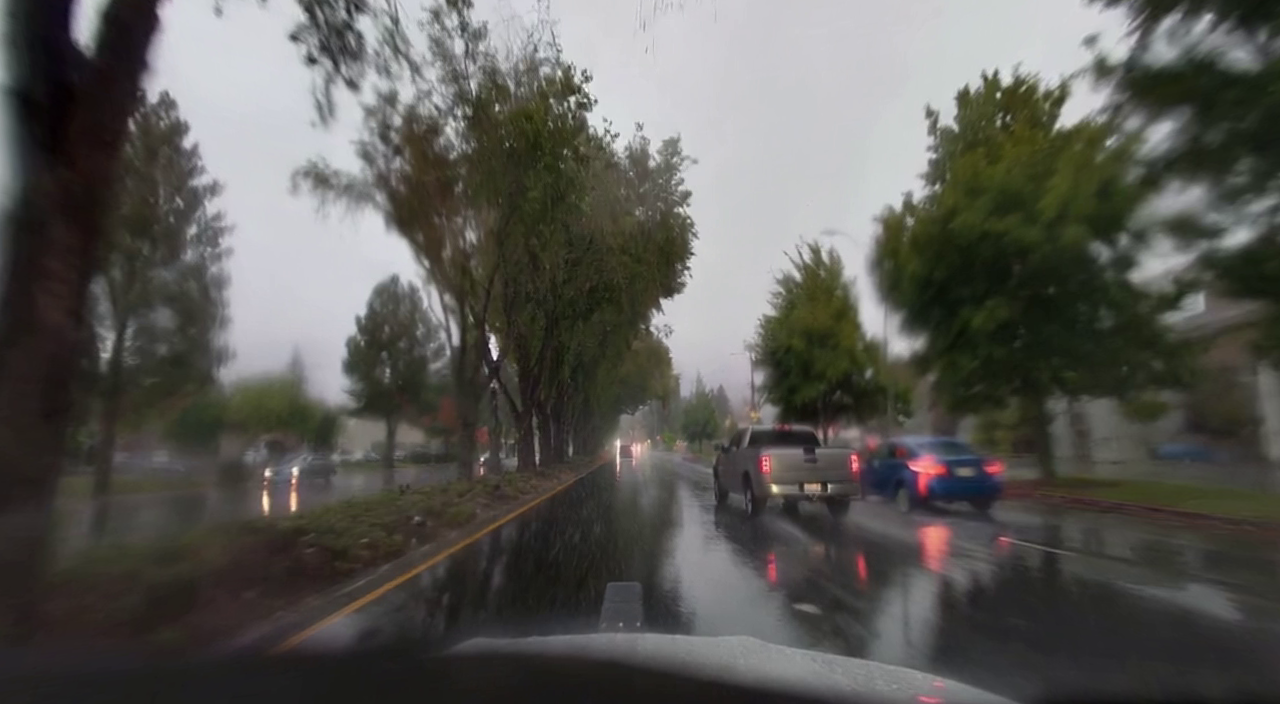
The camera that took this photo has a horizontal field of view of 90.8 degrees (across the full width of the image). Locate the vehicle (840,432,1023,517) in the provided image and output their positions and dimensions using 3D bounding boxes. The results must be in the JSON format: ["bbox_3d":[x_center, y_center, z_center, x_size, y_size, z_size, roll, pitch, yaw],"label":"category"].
[{"bbox_3d":[6.251,2.654,14.231,1.993,1.604,4.260,0,-8,-1],"label":"vehicle"}]

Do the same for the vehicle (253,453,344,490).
[{"bbox_3d":[-17.482,6.099,32.612,2.133,1.724,4.642,0,-9,-1],"label":"vehicle"}]

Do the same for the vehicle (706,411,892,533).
[{"bbox_3d":[2.683,2.210,12.247,2.138,1.836,5.245,0,-8,-1],"label":"vehicle"}]

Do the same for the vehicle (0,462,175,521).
[{"bbox_3d":[-17.067,4.213,19.533,1.960,1.461,4.495,0,-8,0],"label":"vehicle"}]
